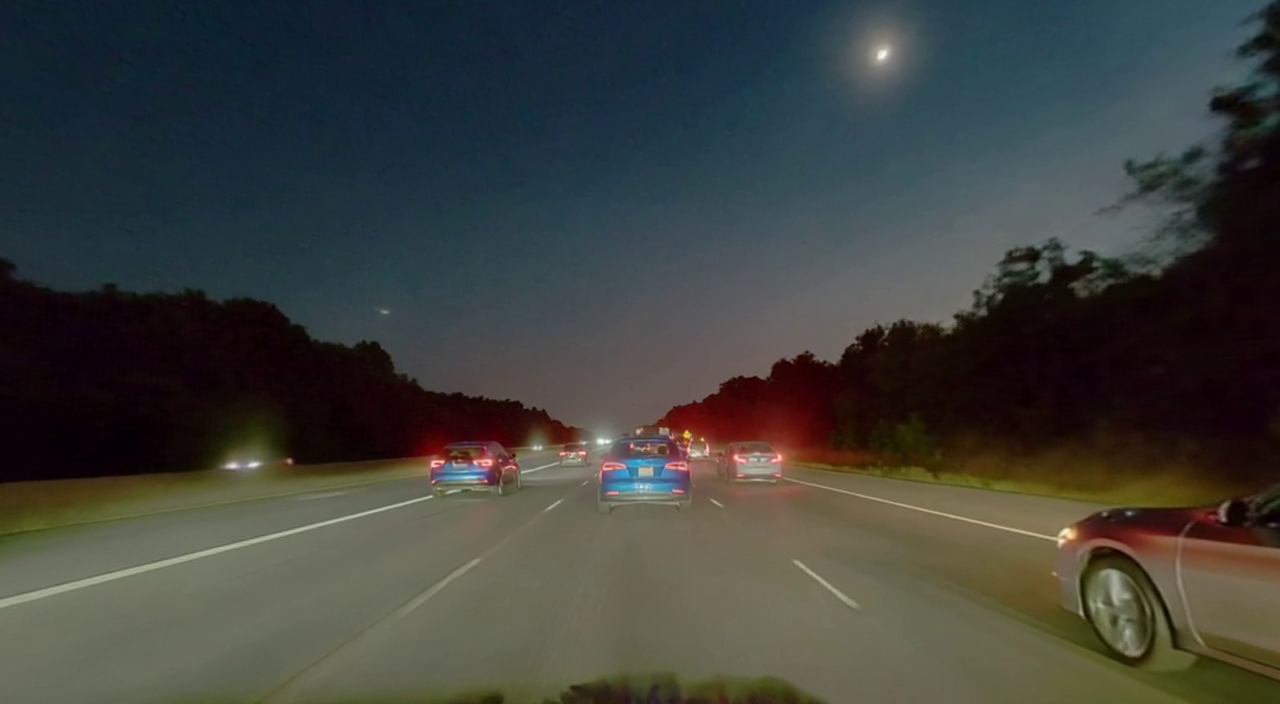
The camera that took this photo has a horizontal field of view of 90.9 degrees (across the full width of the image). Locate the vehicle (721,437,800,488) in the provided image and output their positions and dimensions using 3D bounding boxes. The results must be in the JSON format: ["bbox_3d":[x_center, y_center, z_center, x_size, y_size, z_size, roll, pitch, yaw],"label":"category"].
[{"bbox_3d":[4.024,3.766,21.714,1.905,1.590,3.746,0,-9,-1],"label":"vehicle"}]

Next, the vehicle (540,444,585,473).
[{"bbox_3d":[-4.143,5.752,34.109,1.910,1.468,3.781,0,-9,1],"label":"vehicle"}]

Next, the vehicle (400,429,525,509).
[{"bbox_3d":[-4.161,2.807,15.466,1.890,1.708,3.844,0,-9,0],"label":"vehicle"}]

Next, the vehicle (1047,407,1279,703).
[{"bbox_3d":[3.684,0.830,1.849,1.953,1.434,4.511,0,-9,0],"label":"vehicle"}]

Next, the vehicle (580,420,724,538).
[{"bbox_3d":[0.172,2.145,11.133,2.093,1.695,3.782,0,-9,0],"label":"vehicle"}]

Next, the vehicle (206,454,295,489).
[{"bbox_3d":[-20.345,6.233,33.151,1.889,1.694,4.268,0,-9,0],"label":"vehicle"}]
